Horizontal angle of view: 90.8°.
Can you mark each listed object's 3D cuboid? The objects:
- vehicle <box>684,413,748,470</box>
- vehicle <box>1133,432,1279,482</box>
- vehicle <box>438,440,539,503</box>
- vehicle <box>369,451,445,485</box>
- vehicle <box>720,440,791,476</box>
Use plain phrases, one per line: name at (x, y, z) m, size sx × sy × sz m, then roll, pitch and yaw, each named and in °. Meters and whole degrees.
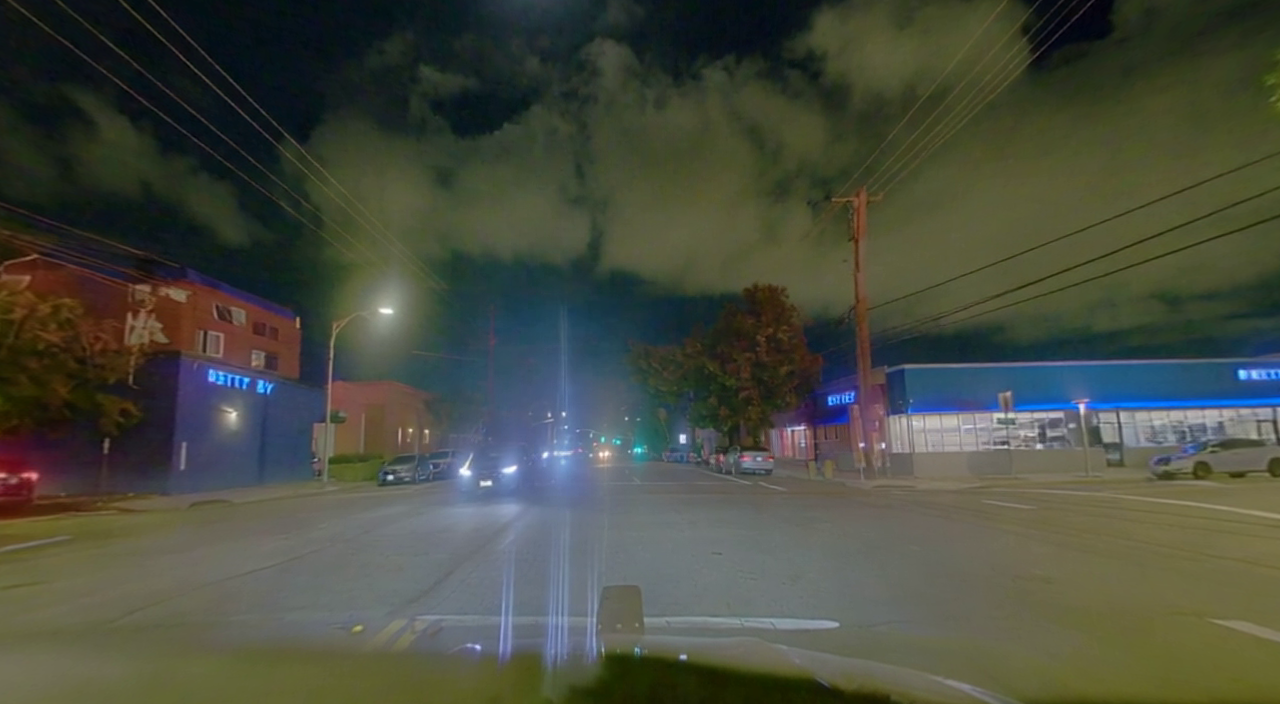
vehicle at (4.600, 5.651, 39.834) m, size 2.815 × 3.203 × 7.558 m, roll 0°, pitch -8°, yaw -2°
vehicle at (18.618, 3.287, 19.935) m, size 4.368 × 1.479 × 1.985 m, roll 0°, pitch -9°, yaw 1°
vehicle at (-4.013, 3.221, 17.464) m, size 1.914 × 1.506 × 4.125 m, roll 0°, pitch -8°, yaw -2°
vehicle at (-10.960, 5.461, 30.053) m, size 1.978 × 1.452 × 4.263 m, roll 0°, pitch -8°, yaw 0°
vehicle at (5.588, 5.175, 31.125) m, size 1.963 × 1.646 × 4.204 m, roll 2°, pitch -9°, yaw -11°
